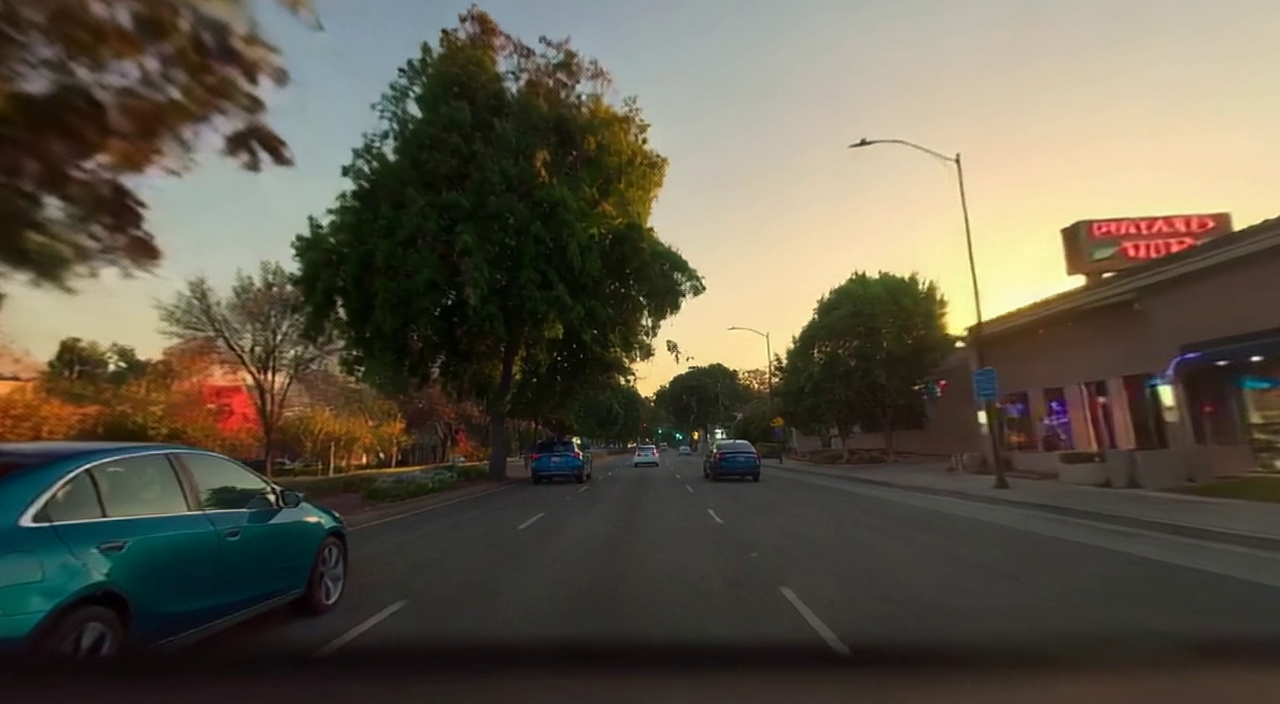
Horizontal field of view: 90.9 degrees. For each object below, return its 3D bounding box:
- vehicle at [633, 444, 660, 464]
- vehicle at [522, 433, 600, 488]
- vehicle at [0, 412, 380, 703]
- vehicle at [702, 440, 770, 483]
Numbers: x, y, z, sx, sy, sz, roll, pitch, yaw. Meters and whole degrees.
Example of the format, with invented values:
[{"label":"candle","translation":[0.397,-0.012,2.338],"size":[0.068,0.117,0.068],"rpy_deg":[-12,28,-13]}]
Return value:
[{"label":"vehicle","translation":[0.486,7.902,49.054],"size":[2.069,1.445,3.965],"rpy_deg":[0,-8,0]},{"label":"vehicle","translation":[-2.793,3.977,23.447],"size":[2.193,1.788,4.603],"rpy_deg":[-1,-8,1]},{"label":"vehicle","translation":[-3.254,1.055,2.918],"size":[1.956,1.460,4.802],"rpy_deg":[-1,-8,1]},{"label":"vehicle","translation":[3.568,4.138,24.155],"size":[1.904,1.490,4.299],"rpy_deg":[0,-8,0]}]
